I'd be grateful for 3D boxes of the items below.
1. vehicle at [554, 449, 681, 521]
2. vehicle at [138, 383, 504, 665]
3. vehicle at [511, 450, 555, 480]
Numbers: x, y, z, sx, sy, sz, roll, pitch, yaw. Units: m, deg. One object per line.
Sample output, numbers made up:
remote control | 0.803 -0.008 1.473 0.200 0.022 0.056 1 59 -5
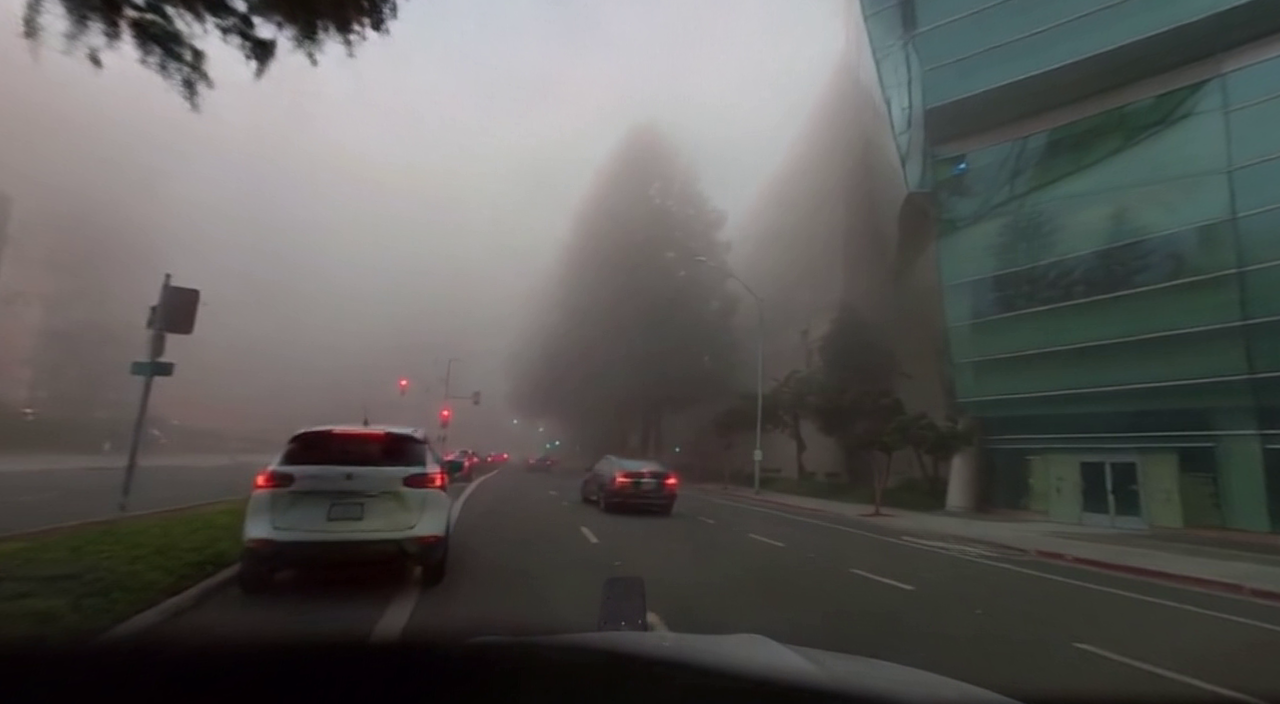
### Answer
vehicle | -0.809 3.517 17.212 2.205 1.537 4.895 7 -10 -16
vehicle | -2.974 1.510 6.820 2.275 1.819 4.883 3 -9 -19
vehicle | -7.034 7.304 40.840 2.301 1.716 4.856 5 -10 -14
